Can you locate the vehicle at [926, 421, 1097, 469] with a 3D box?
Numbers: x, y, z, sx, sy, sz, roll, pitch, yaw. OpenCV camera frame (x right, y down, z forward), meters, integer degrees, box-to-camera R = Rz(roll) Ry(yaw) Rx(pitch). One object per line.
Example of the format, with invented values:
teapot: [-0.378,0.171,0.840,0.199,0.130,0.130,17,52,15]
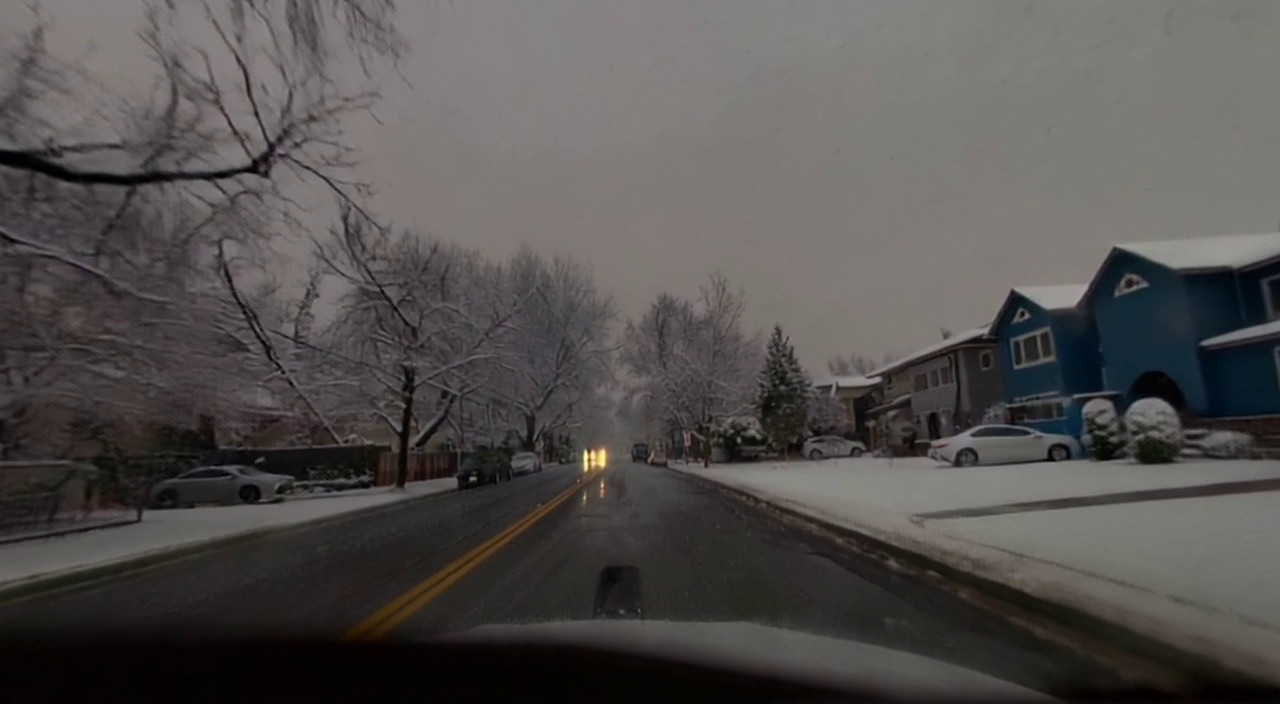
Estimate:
vehicle: [12.227,3.131,21.129,4.389,1.480,2.038,-1,-9,9]

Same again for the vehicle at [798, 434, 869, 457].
vehicle: [12.838,6.245,42.167,4.370,1.433,1.889,-2,-10,12]

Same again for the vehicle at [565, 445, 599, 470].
vehicle: [-4.236,7.822,46.868,2.106,1.688,4.392,0,-9,-1]

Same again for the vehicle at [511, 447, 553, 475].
vehicle: [-7.004,7.133,41.368,2.033,1.721,4.328,0,-9,-1]

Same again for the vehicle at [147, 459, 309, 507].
vehicle: [-14.045,4.434,21.640,4.487,1.464,1.889,-2,-10,11]

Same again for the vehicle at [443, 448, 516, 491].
vehicle: [-6.746,4.978,27.032,2.031,1.662,4.194,0,-9,0]
